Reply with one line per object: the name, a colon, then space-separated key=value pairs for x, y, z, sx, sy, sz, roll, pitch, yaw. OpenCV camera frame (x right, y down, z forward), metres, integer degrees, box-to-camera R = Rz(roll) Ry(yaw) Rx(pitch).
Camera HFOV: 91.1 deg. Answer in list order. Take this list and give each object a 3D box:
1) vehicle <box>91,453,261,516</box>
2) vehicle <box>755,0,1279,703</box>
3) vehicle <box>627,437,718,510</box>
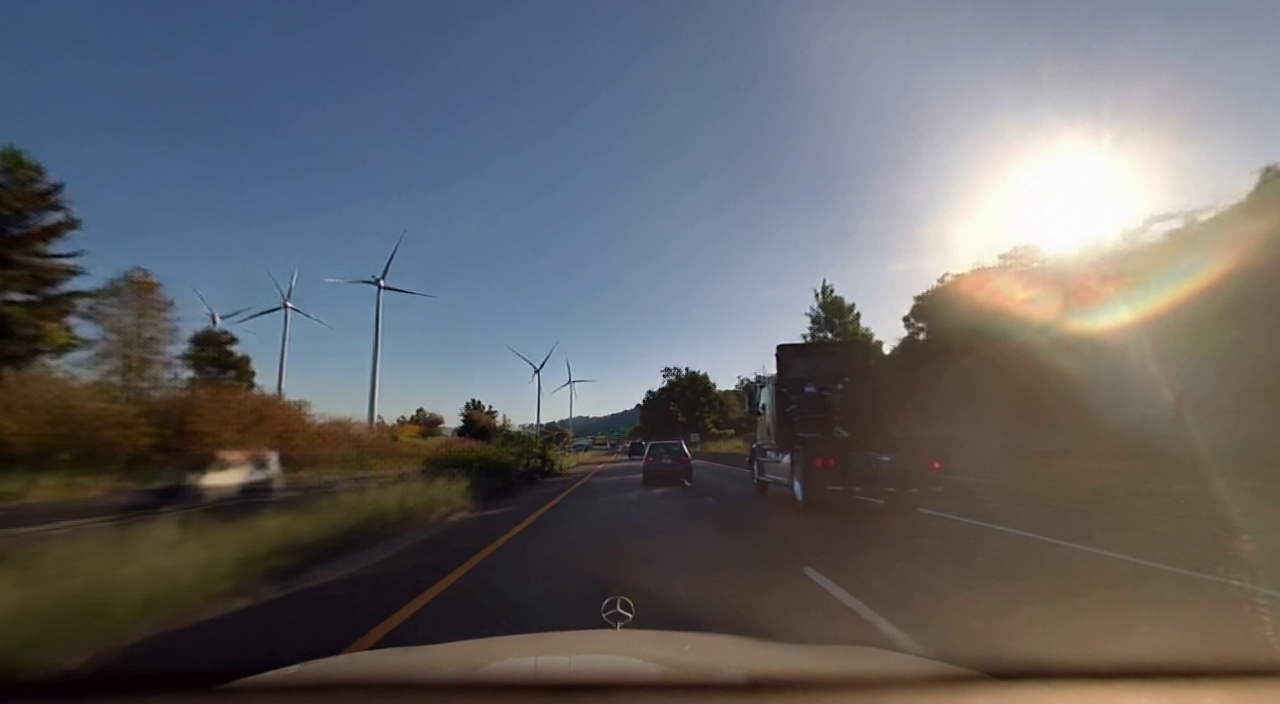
vehicle: x=-12.756 y=3.621 z=17.647 sx=1.884 sy=1.480 sz=3.831 roll=0 pitch=-8 yaw=-1
vehicle: x=4.706 y=0.588 z=8.604 sx=3.129 sy=4.126 sz=14.913 roll=0 pitch=-8 yaw=-1
vehicle: x=0.734 y=3.046 z=16.421 sx=2.038 sy=1.624 sz=4.312 roll=0 pitch=-8 yaw=0
